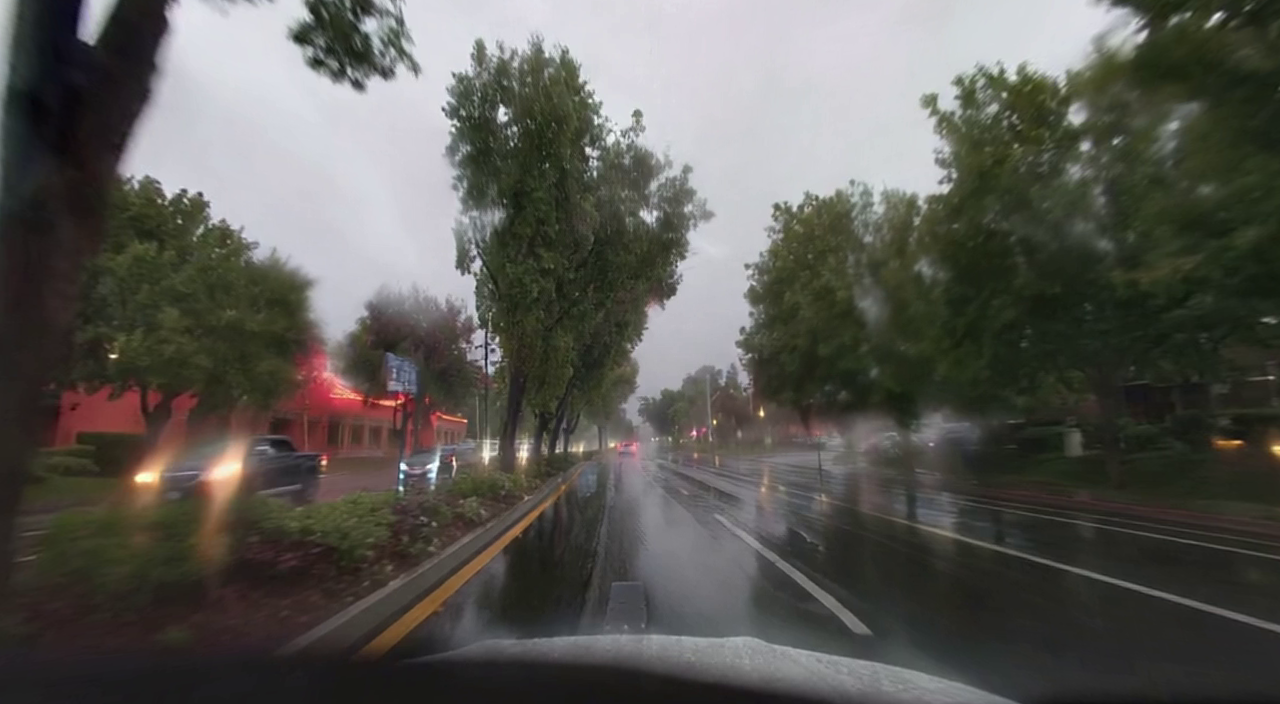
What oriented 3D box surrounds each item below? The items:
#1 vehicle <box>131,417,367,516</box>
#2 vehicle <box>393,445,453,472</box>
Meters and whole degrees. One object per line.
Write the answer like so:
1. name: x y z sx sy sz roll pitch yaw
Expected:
1. vehicle: -8.323 2.488 14.220 2.139 1.819 5.043 0 -8 -1
2. vehicle: -12.352 6.053 36.114 1.874 1.407 4.606 0 -8 -1
